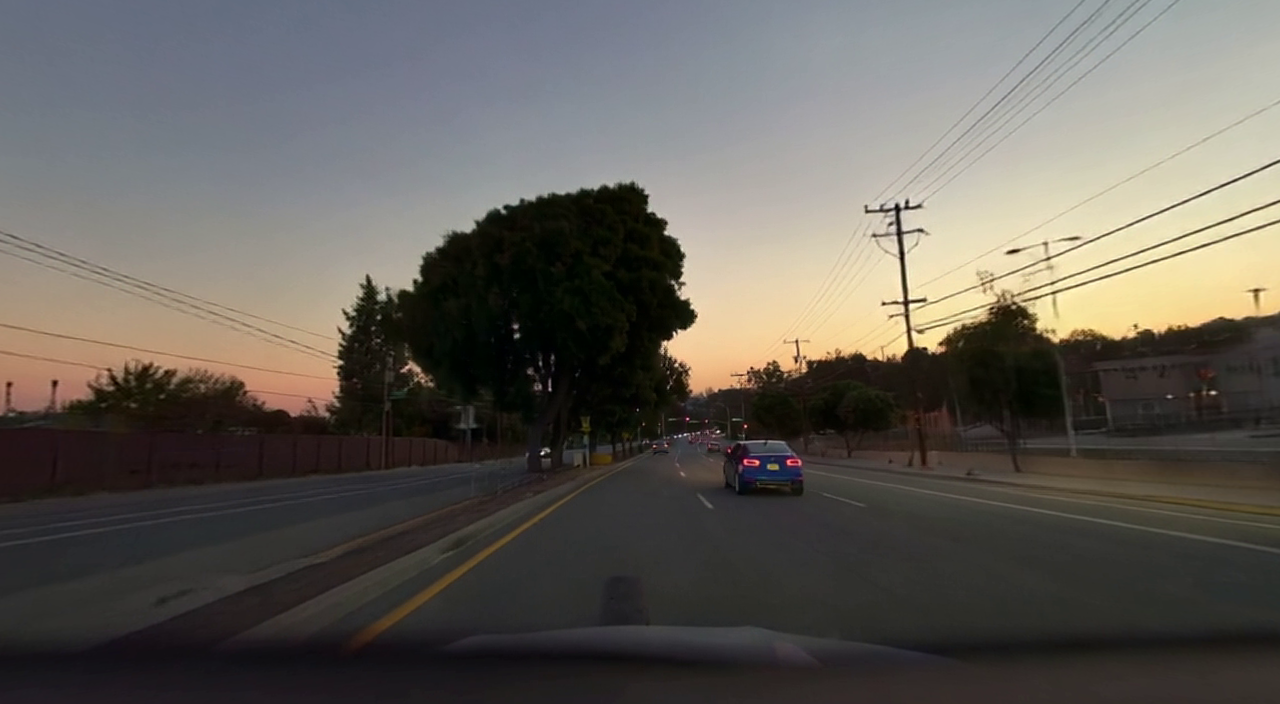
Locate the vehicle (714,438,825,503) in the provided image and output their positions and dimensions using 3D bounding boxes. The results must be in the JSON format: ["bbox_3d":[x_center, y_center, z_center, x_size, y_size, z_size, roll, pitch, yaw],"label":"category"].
[{"bbox_3d":[3.254,3.062,16.806,2.063,1.481,4.247,0,-8,0],"label":"vehicle"}]
